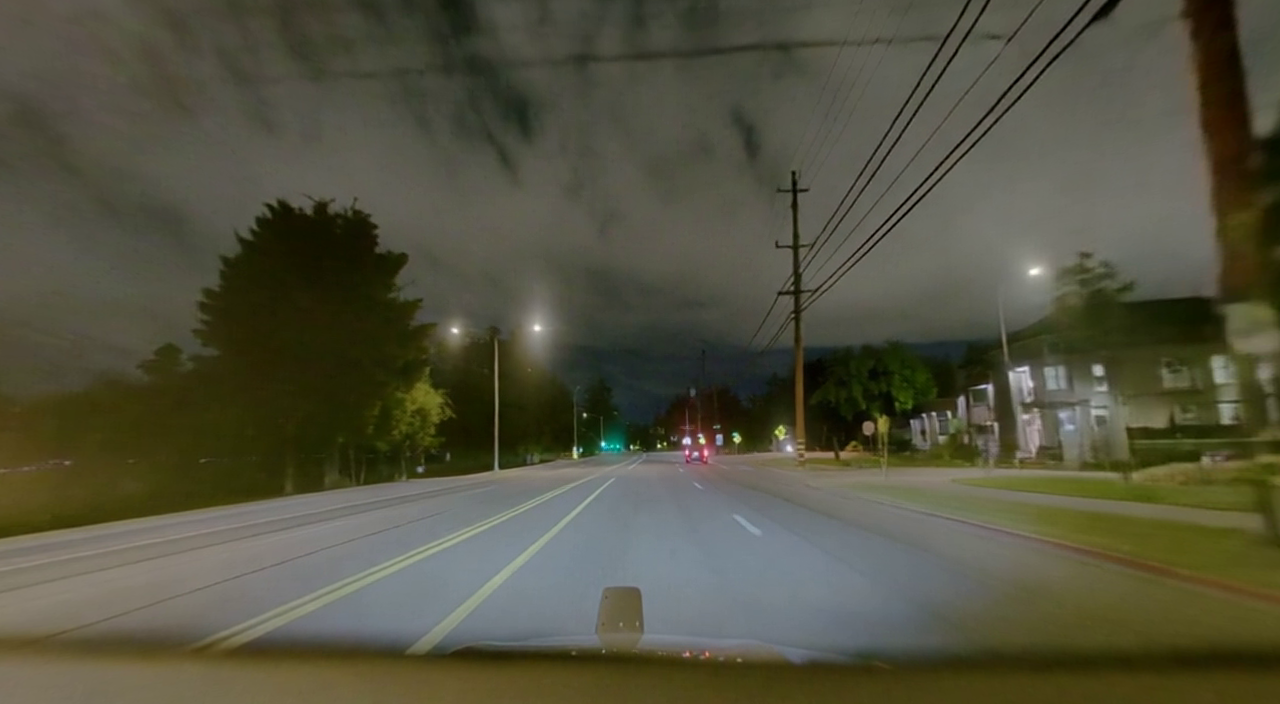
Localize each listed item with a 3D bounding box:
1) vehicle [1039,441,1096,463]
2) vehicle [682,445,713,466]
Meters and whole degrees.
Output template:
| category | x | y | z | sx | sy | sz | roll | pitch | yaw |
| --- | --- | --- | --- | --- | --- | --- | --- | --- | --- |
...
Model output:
| category | x | y | z | sx | sy | sz | roll | pitch | yaw |
| --- | --- | --- | --- | --- | --- | --- | --- | --- | --- |
| vehicle | 29.143 | 6.806 | 43.167 | 1.751 | 1.408 | 4.127 | -2 | -9 | 13 |
| vehicle | 4.139 | 7.577 | 46.421 | 2.015 | 1.467 | 4.117 | 0 | -9 | 2 |
